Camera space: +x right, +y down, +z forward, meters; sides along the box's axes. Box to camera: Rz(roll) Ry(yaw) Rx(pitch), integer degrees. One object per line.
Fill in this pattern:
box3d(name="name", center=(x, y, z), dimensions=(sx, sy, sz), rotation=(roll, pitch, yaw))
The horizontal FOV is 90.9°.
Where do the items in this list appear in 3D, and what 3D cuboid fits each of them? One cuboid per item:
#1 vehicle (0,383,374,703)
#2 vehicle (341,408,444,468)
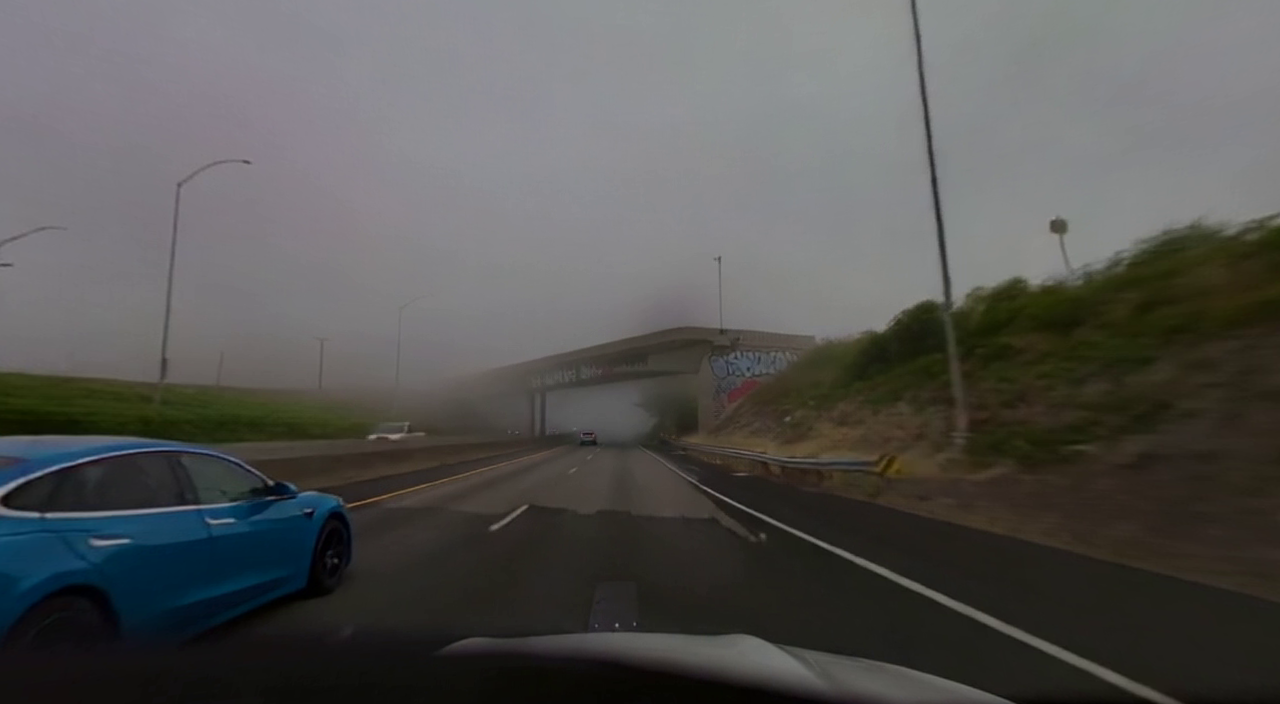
box3d(name="vehicle", center=(-3.449, 1.043, 3.383), dimensions=(2.108, 1.555, 4.574), rotation=(0, -8, -1))
box3d(name="vehicle", center=(-10.145, 3.582, 26.360), dimensions=(2.240, 2.254, 5.250), rotation=(0, -8, -1))
